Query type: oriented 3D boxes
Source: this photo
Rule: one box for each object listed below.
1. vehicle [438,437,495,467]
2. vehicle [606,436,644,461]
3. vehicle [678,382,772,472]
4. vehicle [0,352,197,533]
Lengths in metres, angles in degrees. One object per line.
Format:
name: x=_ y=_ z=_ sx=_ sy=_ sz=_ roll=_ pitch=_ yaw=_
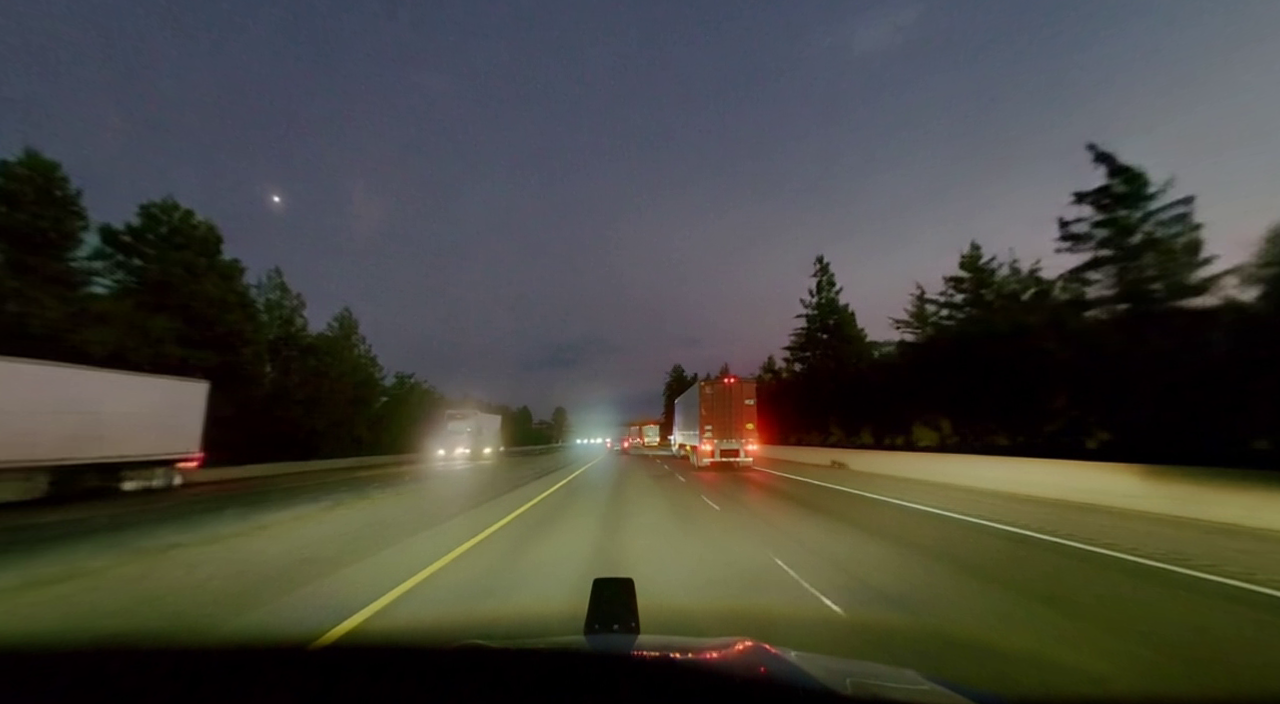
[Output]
vehicle: x=-9.223 y=5.330 z=33.840 sx=1.961 sy=1.504 sz=3.762 roll=0 pitch=-7 yaw=0
vehicle: x=-0.896 y=5.881 z=38.641 sx=2.259 sy=1.466 sz=3.693 roll=0 pitch=-7 yaw=-1
vehicle: x=3.593 y=3.481 z=28.952 sx=2.921 sy=3.526 sz=8.207 roll=0 pitch=-7 yaw=-2
vehicle: x=-13.804 y=1.842 z=12.703 sx=2.961 sy=3.458 sz=9.579 roll=-1 pitch=-7 yaw=-1
